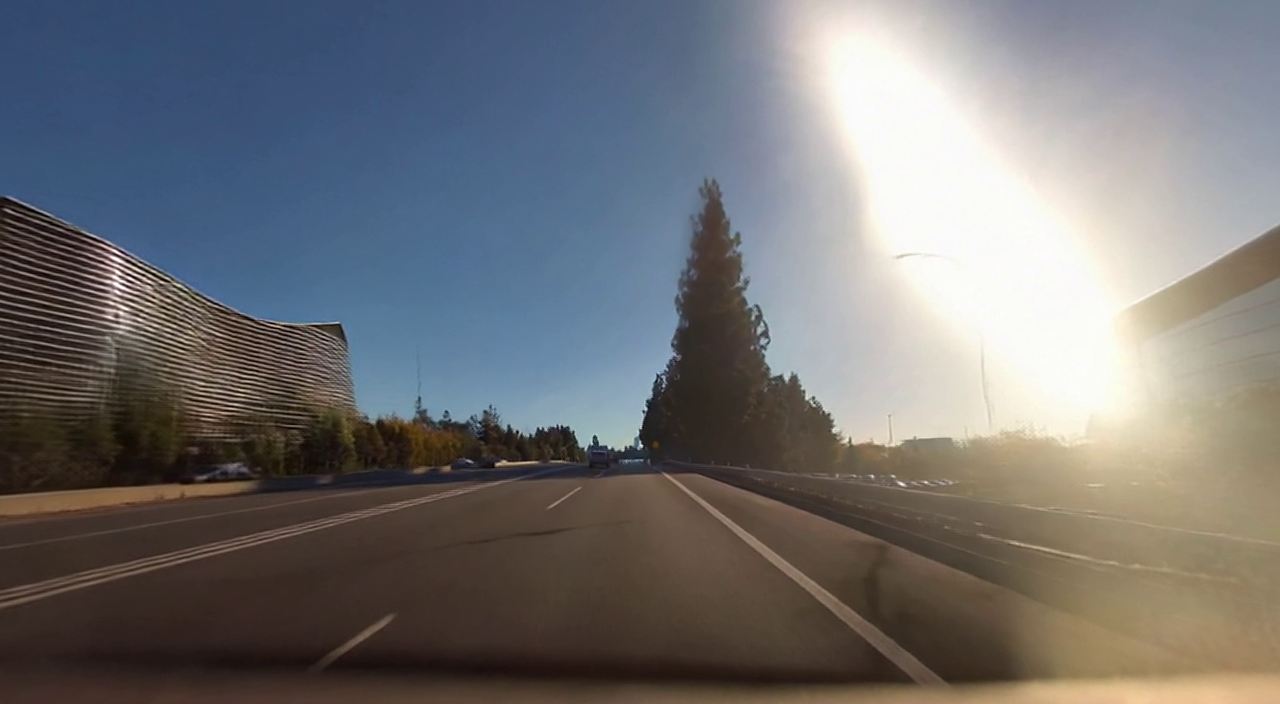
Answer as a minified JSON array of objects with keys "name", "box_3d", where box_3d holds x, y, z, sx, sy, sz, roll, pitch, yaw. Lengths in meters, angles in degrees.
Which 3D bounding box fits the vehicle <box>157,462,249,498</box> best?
[{"name":"vehicle","box_3d":[-22.577,6.584,32.840,1.819,1.582,4.164,0,-8,-1]}]
